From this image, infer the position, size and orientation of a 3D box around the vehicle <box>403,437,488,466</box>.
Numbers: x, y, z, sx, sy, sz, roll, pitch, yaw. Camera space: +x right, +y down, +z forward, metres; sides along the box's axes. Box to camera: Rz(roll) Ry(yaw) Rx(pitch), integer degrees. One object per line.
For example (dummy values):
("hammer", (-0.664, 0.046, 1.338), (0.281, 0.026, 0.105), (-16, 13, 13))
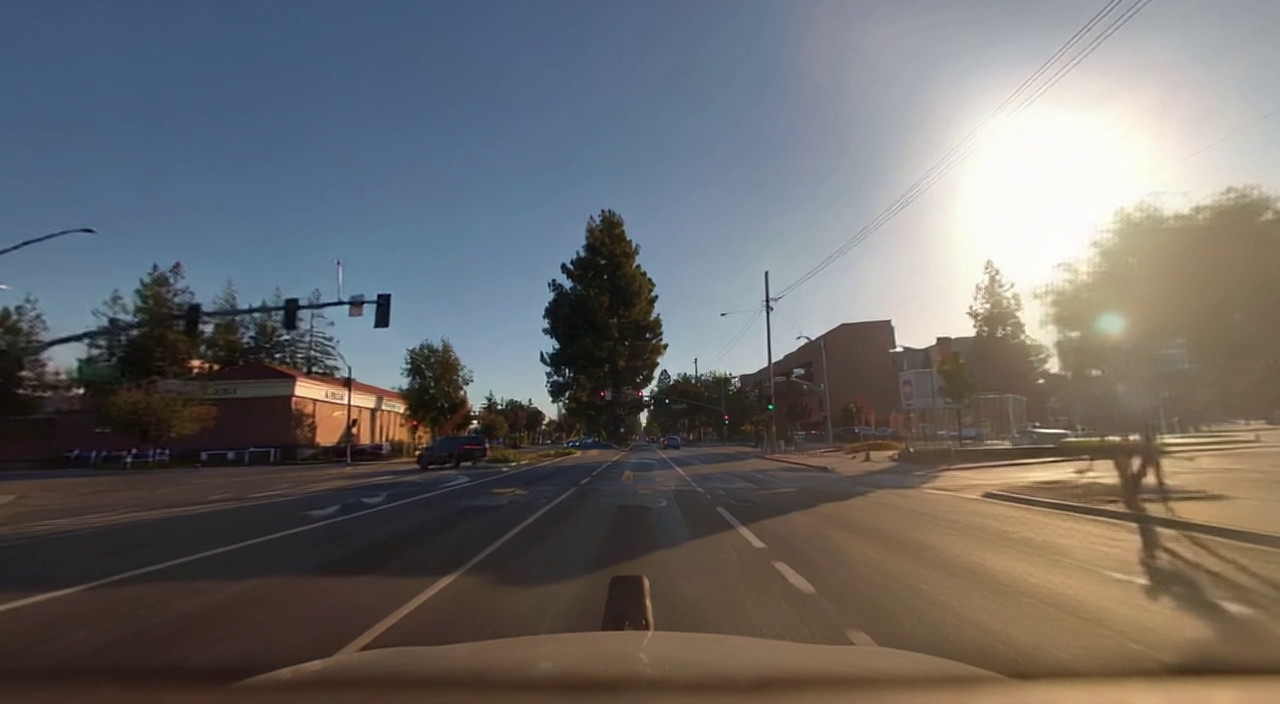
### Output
("vehicle", (-12.921, 6.627, 42.089), (4.938, 1.863, 2.162), (-1, -8, 4))

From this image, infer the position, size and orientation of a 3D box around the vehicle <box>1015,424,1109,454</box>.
("vehicle", (22.372, 4.617, 33.385), (4.694, 1.481, 1.884), (4, -9, -26))
